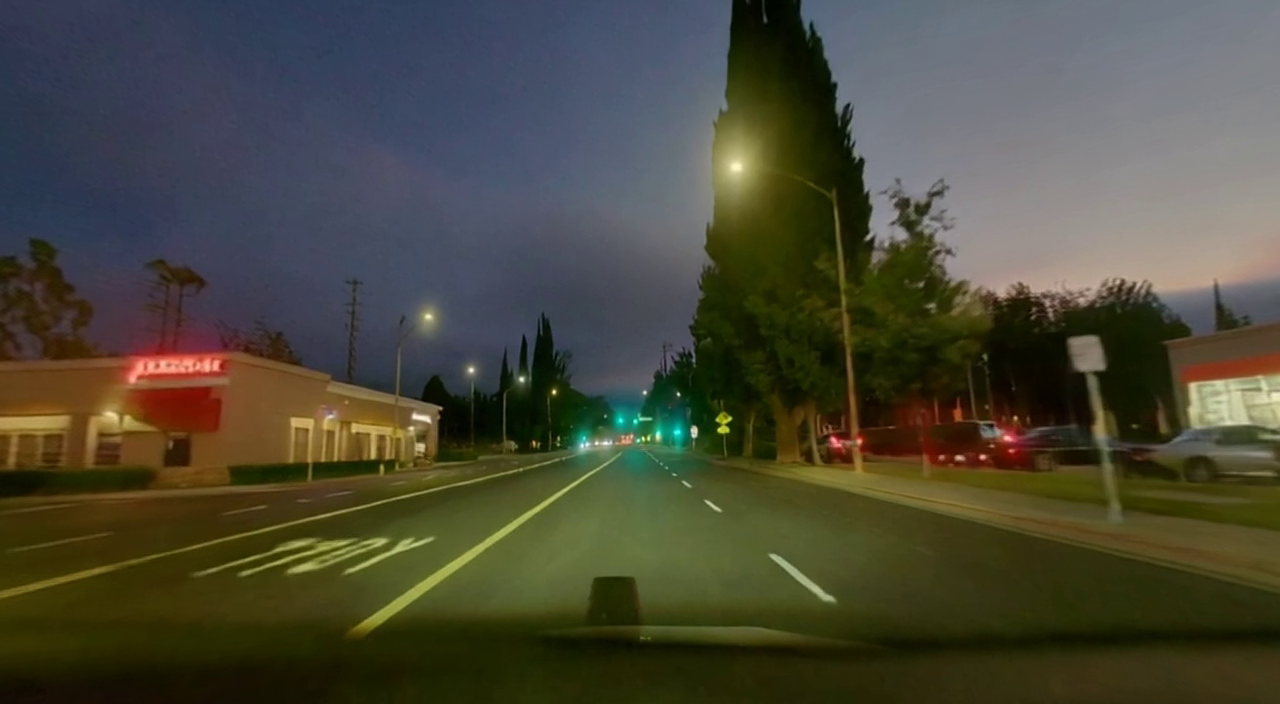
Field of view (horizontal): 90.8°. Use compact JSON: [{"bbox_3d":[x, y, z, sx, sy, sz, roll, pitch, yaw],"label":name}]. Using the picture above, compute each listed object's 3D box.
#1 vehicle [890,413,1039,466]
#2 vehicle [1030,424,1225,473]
[{"bbox_3d":[15.598,4.226,30.644,5.797,2.052,2.329,-4,-8,1],"label":"vehicle"},{"bbox_3d":[15.977,3.192,20.918,4.634,1.512,2.178,0,-8,-1],"label":"vehicle"}]
